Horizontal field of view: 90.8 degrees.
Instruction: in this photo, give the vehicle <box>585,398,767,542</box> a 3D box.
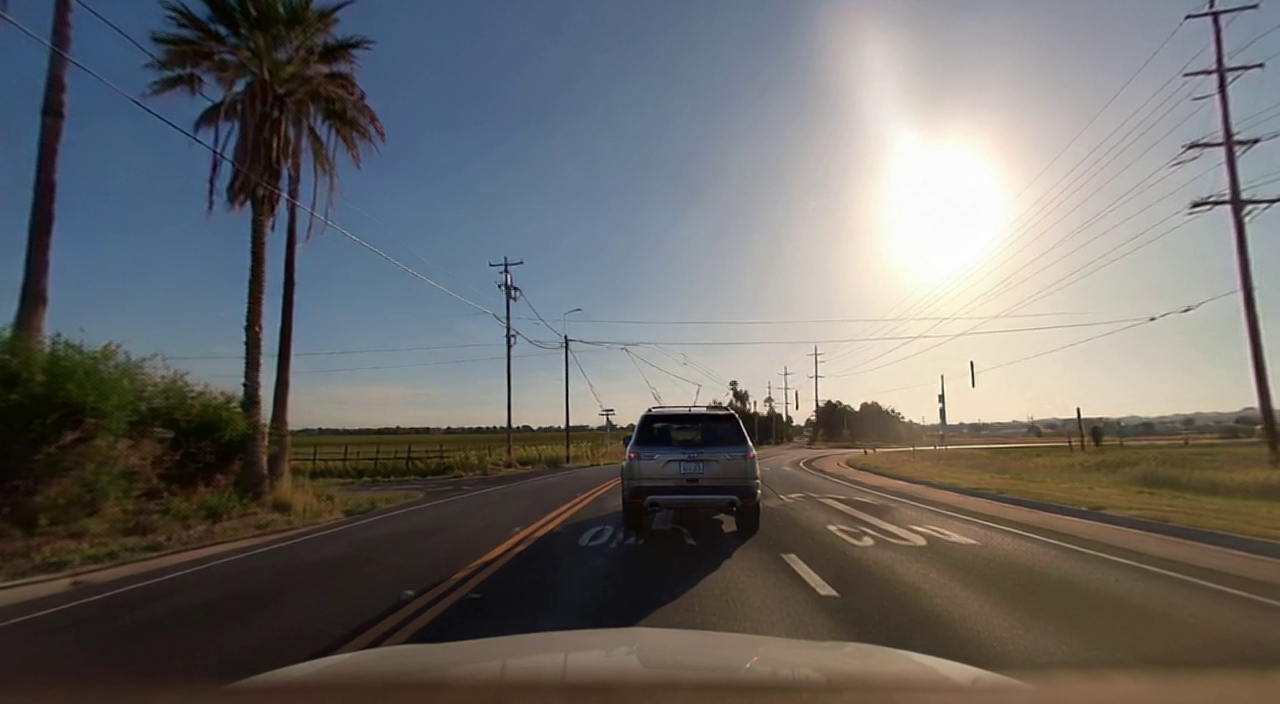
[{"bbox_3d":[0.469,1.875,10.576,2.364,1.859,4.538,0,-9,0],"label":"vehicle"}]
